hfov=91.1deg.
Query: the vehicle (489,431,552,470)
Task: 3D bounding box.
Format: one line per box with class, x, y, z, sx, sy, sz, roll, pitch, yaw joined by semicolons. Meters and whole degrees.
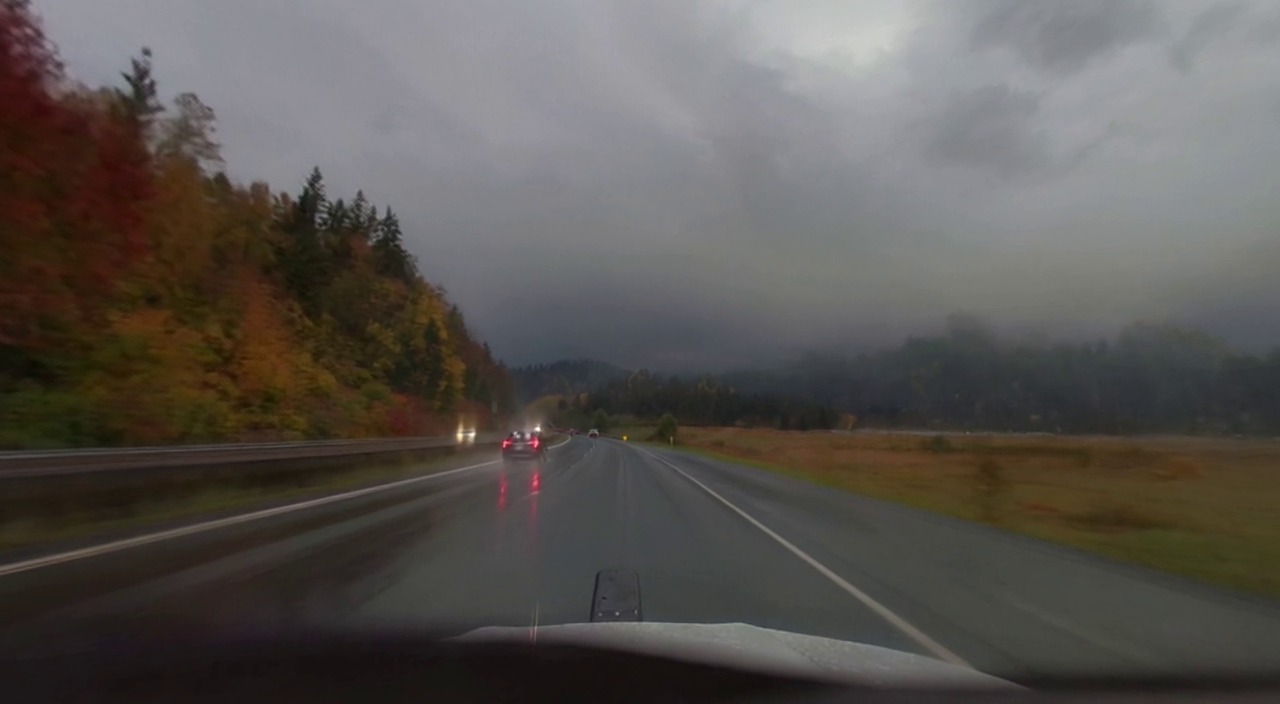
vehicle;-5.207;4.344;28.047;2.073;1.559;4.393;0;-8;-2
